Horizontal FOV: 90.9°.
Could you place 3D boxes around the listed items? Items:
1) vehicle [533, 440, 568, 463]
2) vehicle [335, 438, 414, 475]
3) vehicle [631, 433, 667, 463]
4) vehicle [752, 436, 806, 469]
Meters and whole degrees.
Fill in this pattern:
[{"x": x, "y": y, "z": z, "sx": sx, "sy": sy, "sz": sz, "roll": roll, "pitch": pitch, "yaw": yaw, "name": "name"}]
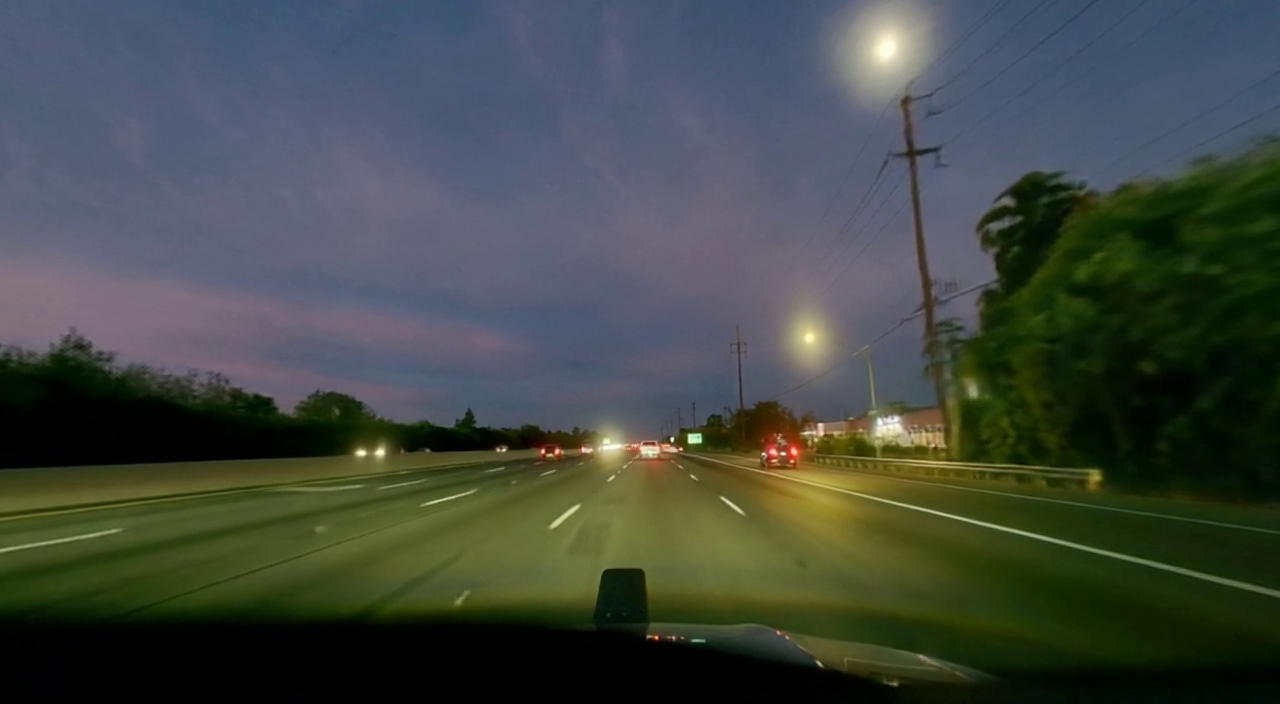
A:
[{"x": -7.010, "y": 7.830, "z": 49.609, "sx": 2.007, "sy": 1.732, "sz": 4.395, "roll": 0, "pitch": -8, "yaw": 1, "name": "vehicle"}, {"x": -14.227, "y": 5.577, "z": 34.093, "sx": 2.149, "sy": 1.846, "sz": 4.713, "roll": -1, "pitch": -8, "yaw": 1, "name": "vehicle"}, {"x": 0.668, "y": 7.467, "z": 49.146, "sx": 2.622, "sy": 2.208, "sz": 5.320, "roll": 0, "pitch": -8, "yaw": 0, "name": "vehicle"}, {"x": 7.642, "y": 5.584, "z": 35.065, "sx": 1.937, "sy": 1.698, "sz": 4.322, "roll": 0, "pitch": -8, "yaw": -1, "name": "vehicle"}]
